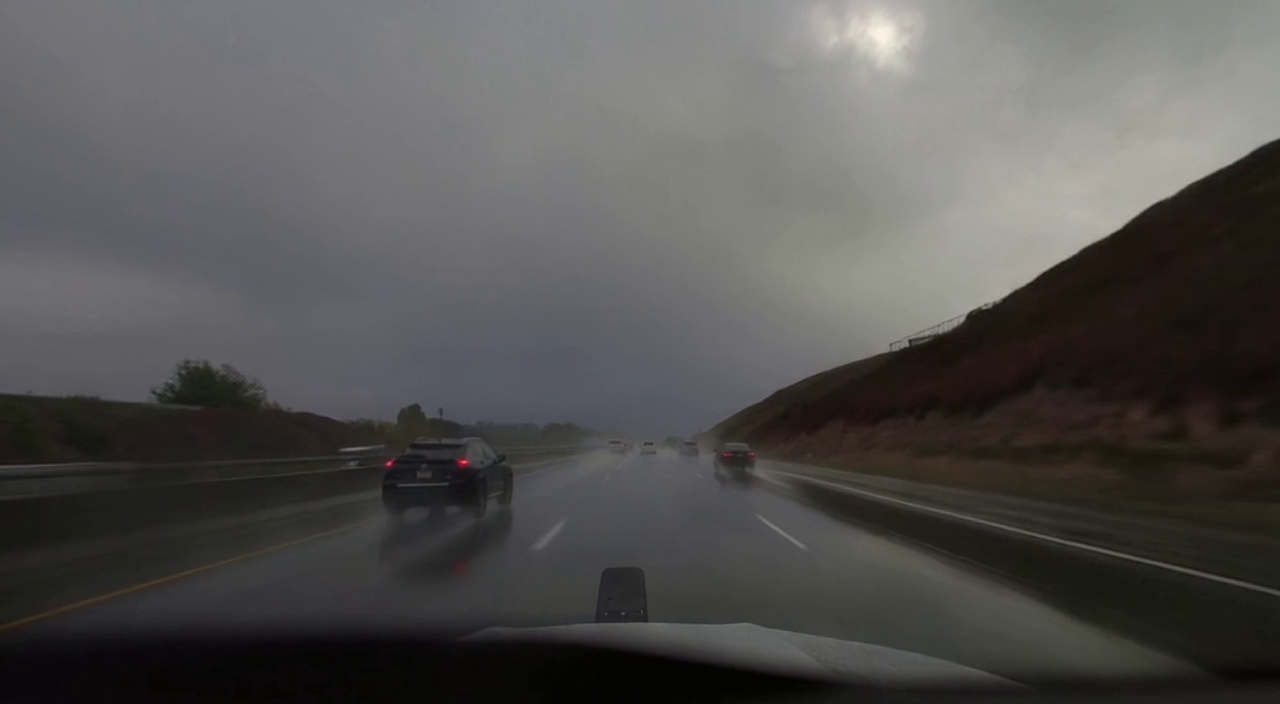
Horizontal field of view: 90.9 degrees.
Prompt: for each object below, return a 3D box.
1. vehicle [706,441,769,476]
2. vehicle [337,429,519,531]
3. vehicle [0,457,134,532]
[{"bbox_3d":[3.921,4.340,25.975,1.976,1.352,3.602,0,-8,-1],"label":"vehicle"},{"bbox_3d":[-3.575,2.214,11.508,1.910,1.521,3.930,0,-8,1],"label":"vehicle"},{"bbox_3d":[-39.115,8.719,38.505,2.899,4.149,16.070,0,-8,1],"label":"vehicle"}]
